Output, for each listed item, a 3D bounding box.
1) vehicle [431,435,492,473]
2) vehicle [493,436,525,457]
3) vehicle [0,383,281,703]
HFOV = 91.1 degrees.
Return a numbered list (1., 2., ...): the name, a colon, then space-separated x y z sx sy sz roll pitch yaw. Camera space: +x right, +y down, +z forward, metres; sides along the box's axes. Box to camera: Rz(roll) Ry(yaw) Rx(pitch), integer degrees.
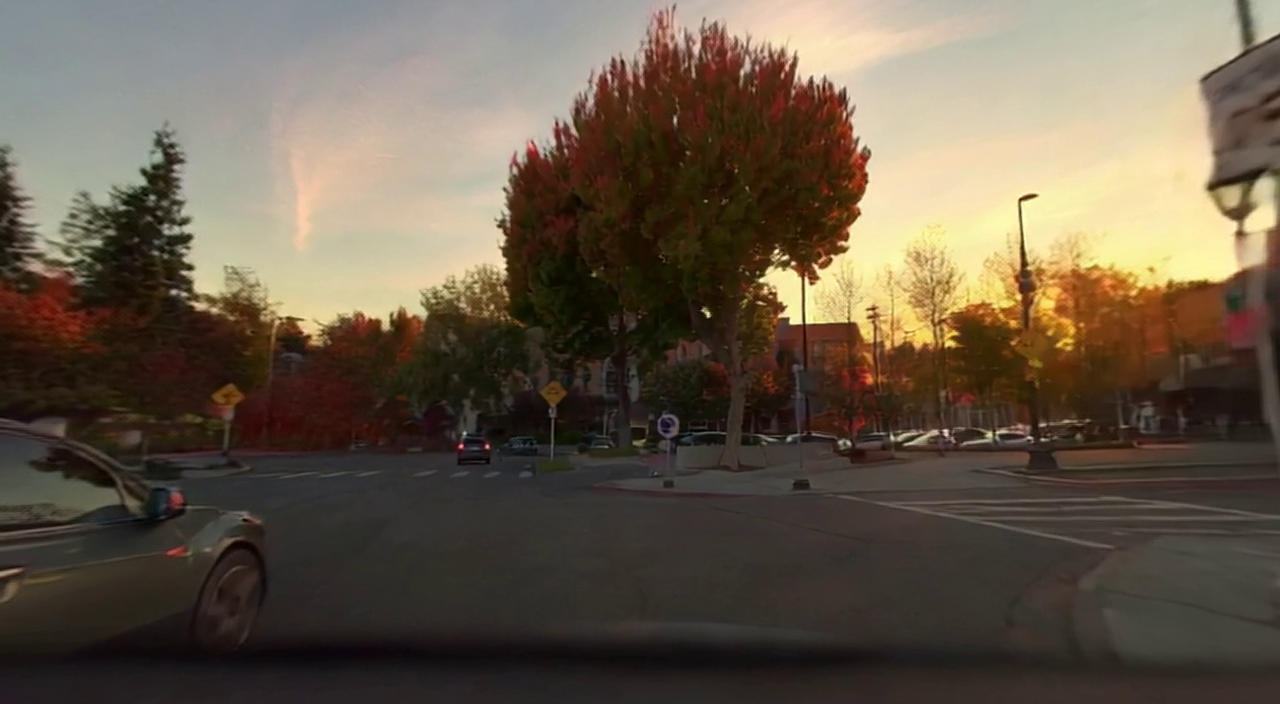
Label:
1. vehicle: -7.362 4.216 26.321 1.962 1.424 4.289 1 -8 -10
2. vehicle: -9.827 7.095 47.330 1.742 1.504 3.771 0 -8 -2
3. vehicle: -3.735 0.923 3.008 1.853 1.478 4.381 1 -8 -7
